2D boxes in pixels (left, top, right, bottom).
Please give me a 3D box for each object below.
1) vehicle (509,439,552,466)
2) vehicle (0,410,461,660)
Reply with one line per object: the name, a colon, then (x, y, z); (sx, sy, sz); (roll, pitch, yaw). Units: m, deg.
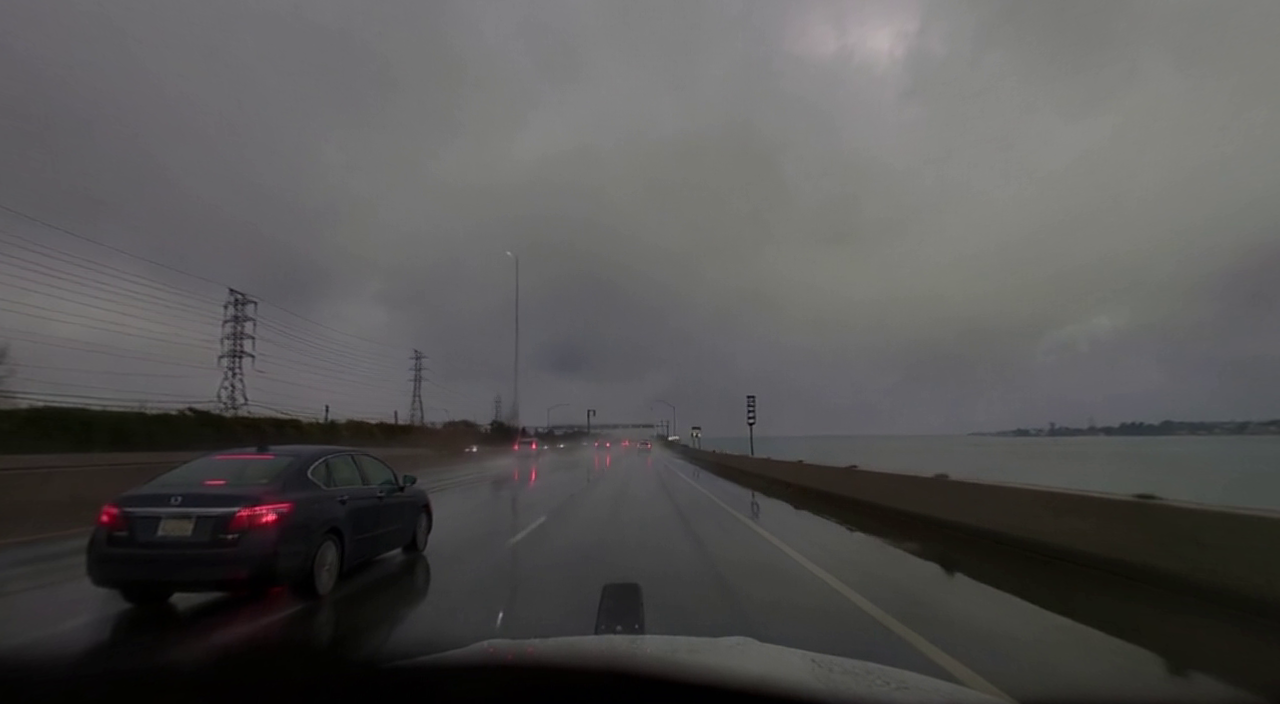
vehicle: (-7.374, 6.841, 42.912); (2.050, 1.717, 4.418); (0, -9, 0)
vehicle: (-3.415, 1.444, 6.113); (2.015, 1.501, 4.454); (0, -9, 1)
